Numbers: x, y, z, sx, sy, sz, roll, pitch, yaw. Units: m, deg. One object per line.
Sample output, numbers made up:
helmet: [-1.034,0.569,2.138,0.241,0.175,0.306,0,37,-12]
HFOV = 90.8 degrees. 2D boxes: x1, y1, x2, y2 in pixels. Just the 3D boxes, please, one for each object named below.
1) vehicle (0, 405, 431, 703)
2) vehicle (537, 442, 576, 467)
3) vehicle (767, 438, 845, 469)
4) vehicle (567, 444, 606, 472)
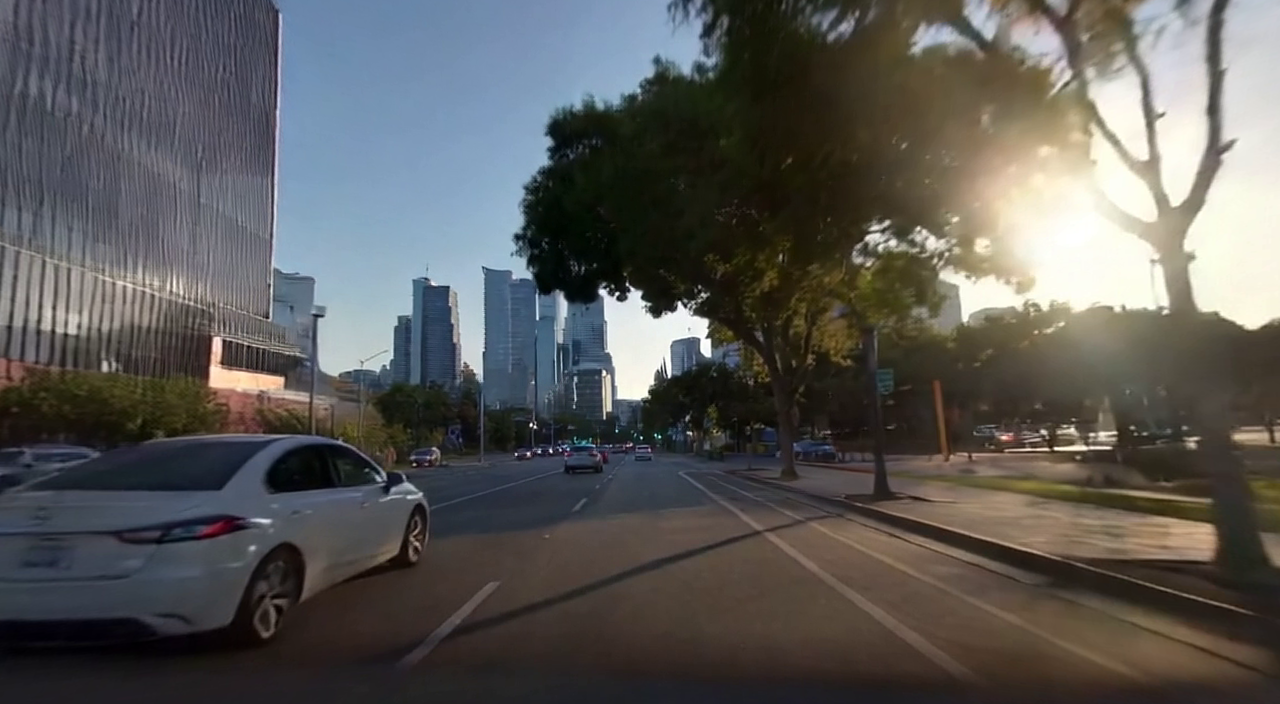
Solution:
vehicle: [-3.323,1.285,4.789,2.040,1.497,4.193,0,-8,0]
vehicle: [-6.290,7.774,48.138,2.224,1.821,4.711,0,-8,1]
vehicle: [10.755,6.581,41.202,4.430,1.683,1.966,-3,-8,0]
vehicle: [-3.161,6.323,37.924,1.983,1.545,3.773,0,-8,1]
